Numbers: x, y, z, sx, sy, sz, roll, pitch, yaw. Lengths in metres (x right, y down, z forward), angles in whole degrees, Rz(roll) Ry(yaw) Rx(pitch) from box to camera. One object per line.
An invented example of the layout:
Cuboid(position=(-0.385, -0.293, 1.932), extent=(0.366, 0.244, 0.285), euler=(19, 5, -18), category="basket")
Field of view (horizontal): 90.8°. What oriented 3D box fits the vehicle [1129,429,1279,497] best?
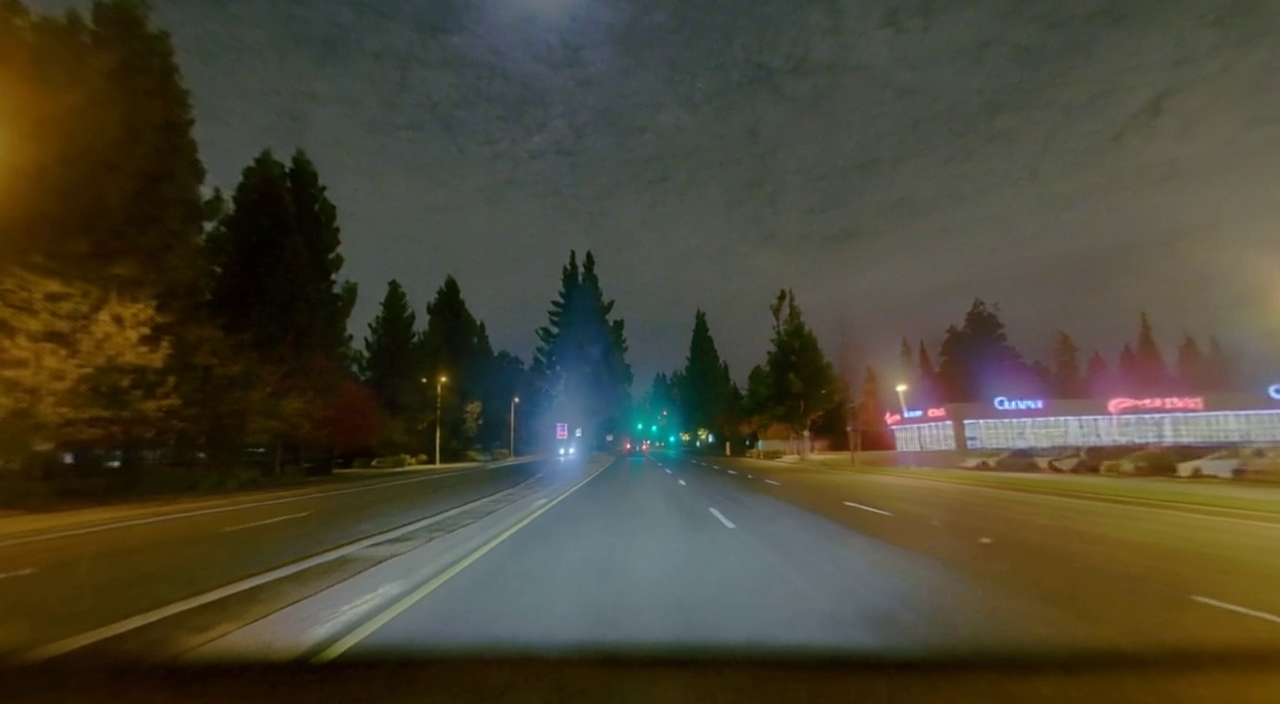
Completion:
Cuboid(position=(18.414, 3.404, 19.450), extent=(4.904, 1.924, 2.095), euler=(1, -9, -1), category="vehicle")
